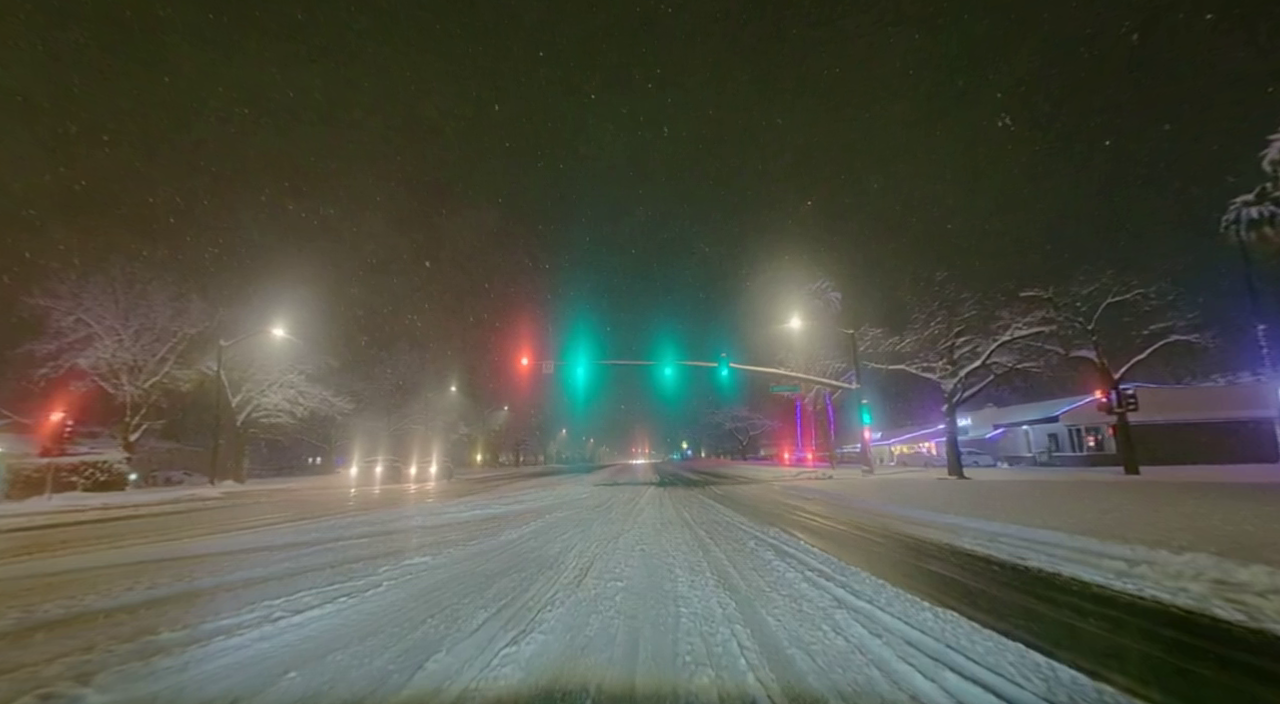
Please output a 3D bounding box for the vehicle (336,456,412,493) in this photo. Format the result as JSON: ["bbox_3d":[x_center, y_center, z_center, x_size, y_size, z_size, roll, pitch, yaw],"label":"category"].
[{"bbox_3d":[-14.388,6.642,34.539,1.976,1.758,4.986,0,-8,-1],"label":"vehicle"}]

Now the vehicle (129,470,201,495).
[{"bbox_3d":[-35.018,9.628,46.747,1.906,1.528,4.535,0,-8,-2],"label":"vehicle"}]

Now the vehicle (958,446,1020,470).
[{"bbox_3d":[24.702,7.514,44.720,3.381,1.424,2.059,1,-12,-24],"label":"vehicle"}]

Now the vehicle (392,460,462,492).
[{"bbox_3d":[-11.100,6.471,33.290,2.019,1.434,4.622,0,-8,1],"label":"vehicle"}]
